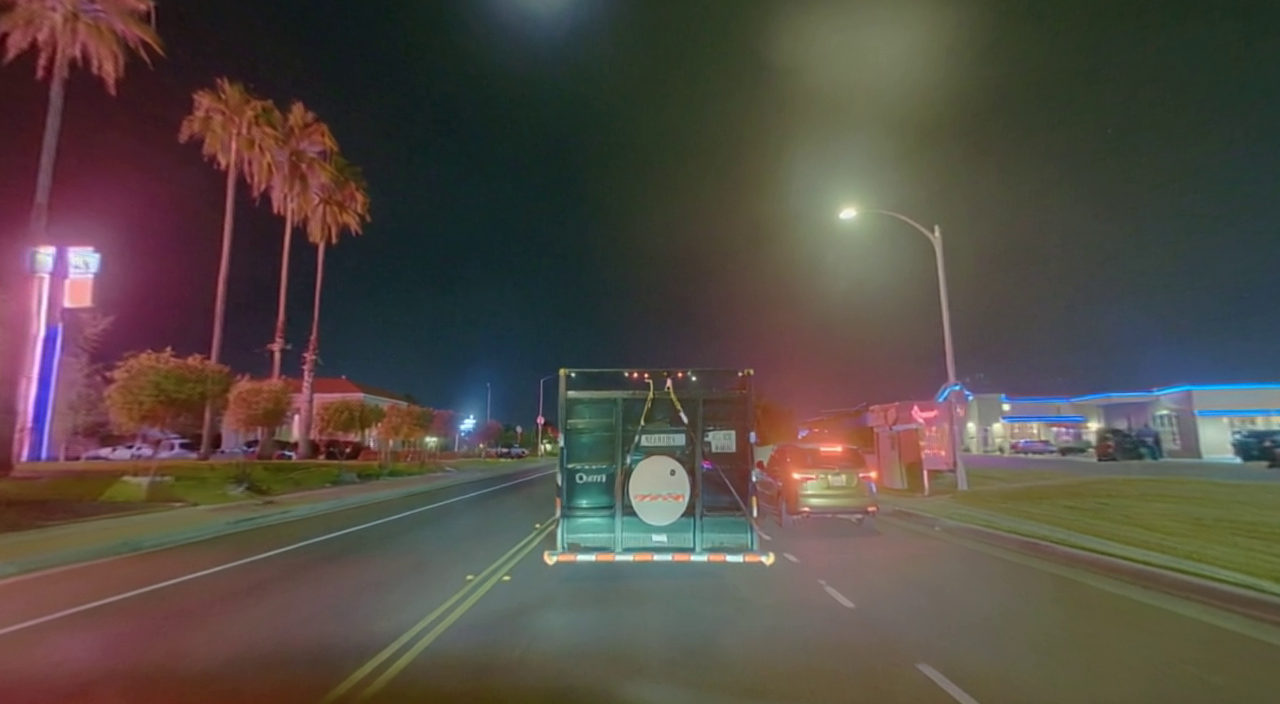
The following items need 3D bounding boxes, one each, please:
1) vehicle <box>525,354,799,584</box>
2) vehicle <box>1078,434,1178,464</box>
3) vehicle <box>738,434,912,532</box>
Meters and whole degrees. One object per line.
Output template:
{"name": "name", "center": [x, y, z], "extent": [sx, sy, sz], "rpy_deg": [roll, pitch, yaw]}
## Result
{"name": "vehicle", "center": [0.186, 1.638, 9.621], "extent": [2.728, 2.305, 6.506], "rpy_deg": [0, -8, -1]}
{"name": "vehicle", "center": [28.519, 5.688, 36.844], "extent": [4.193, 1.633, 1.928], "rpy_deg": [-4, -9, 26]}
{"name": "vehicle", "center": [3.204, 2.346, 11.865], "extent": [2.010, 1.499, 4.107], "rpy_deg": [0, -8, 0]}
